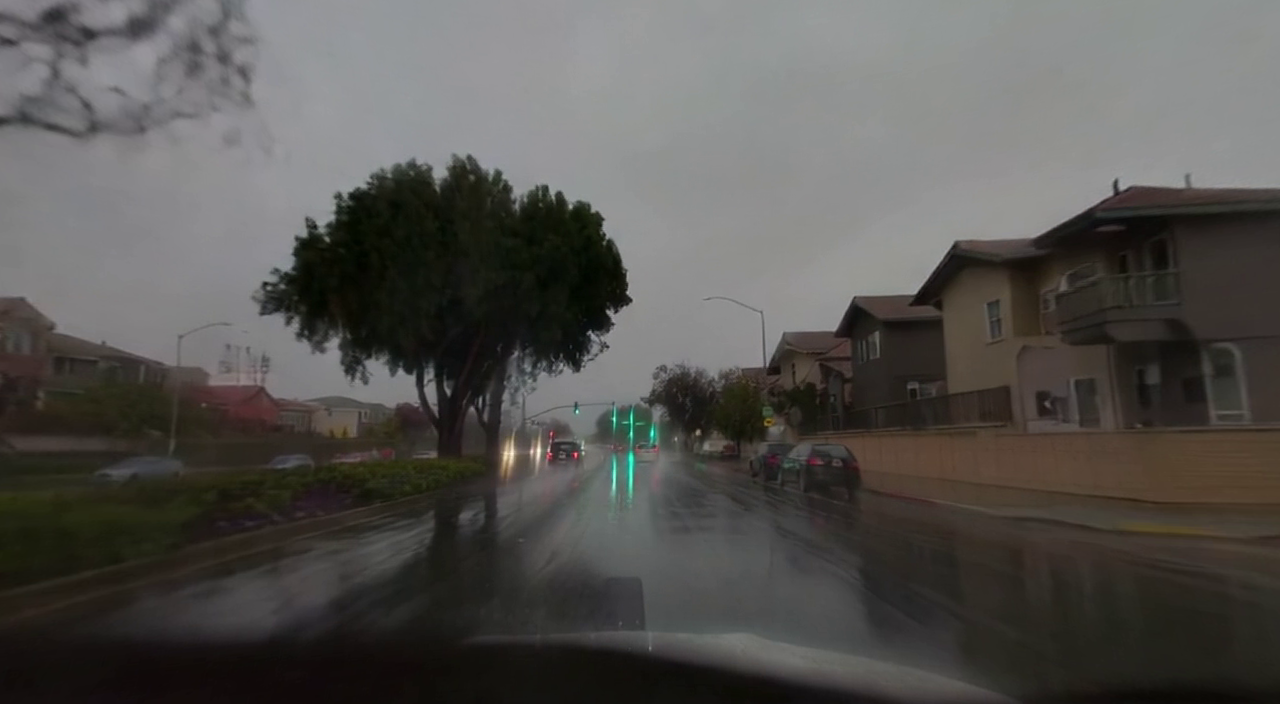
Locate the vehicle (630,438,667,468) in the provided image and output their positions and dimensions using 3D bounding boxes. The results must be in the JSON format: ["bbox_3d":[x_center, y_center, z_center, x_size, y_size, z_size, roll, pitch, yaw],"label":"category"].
[{"bbox_3d":[0.462,6.728,42.187,2.273,1.851,5.075,0,-9,-1],"label":"vehicle"}]

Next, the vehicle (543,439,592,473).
[{"bbox_3d":[-4.004,5.814,35.599,2.233,1.775,4.491,0,-9,0],"label":"vehicle"}]

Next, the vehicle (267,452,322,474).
[{"bbox_3d":[-26.207,8.389,48.069,1.855,1.552,4.092,0,-9,-1],"label":"vehicle"}]

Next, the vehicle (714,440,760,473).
[{"bbox_3d":[5.518,6.022,36.575,2.020,1.762,4.559,0,-9,1],"label":"vehicle"}]

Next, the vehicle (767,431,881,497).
[{"bbox_3d":[5.690,3.527,20.278,2.154,1.824,4.782,0,-9,-1],"label":"vehicle"}]

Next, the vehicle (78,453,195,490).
[{"bbox_3d":[-25.933,6.118,32.814,2.018,1.721,4.735,-1,-9,2],"label":"vehicle"}]
